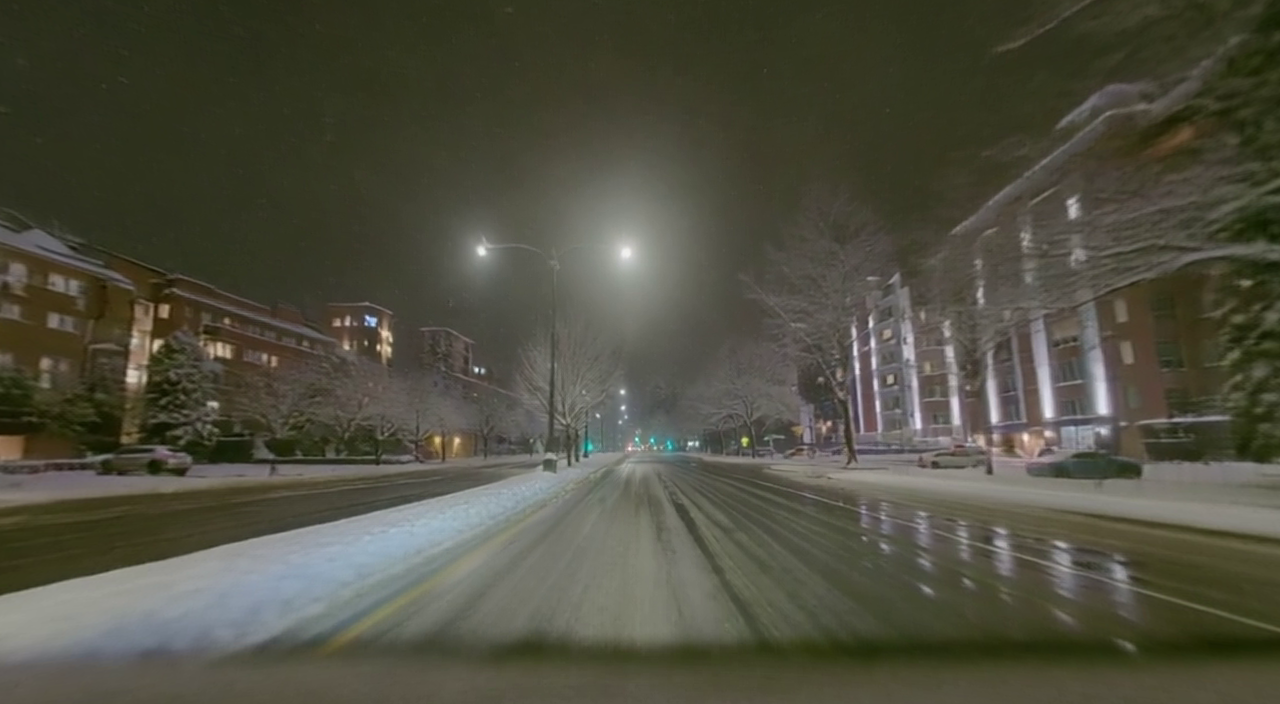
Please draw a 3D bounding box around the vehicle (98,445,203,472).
[{"bbox_3d":[-29.862,6.482,38.624,4.693,1.572,1.999,0,-9,0],"label":"vehicle"}]

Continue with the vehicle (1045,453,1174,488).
[{"bbox_3d":[20.006,5.054,27.065,3.975,1.387,1.914,0,-9,-1],"label":"vehicle"}]

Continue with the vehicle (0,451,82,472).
[{"bbox_3d":[-46.159,8.426,48.726,1.912,1.509,4.629,0,-9,1],"label":"vehicle"}]
